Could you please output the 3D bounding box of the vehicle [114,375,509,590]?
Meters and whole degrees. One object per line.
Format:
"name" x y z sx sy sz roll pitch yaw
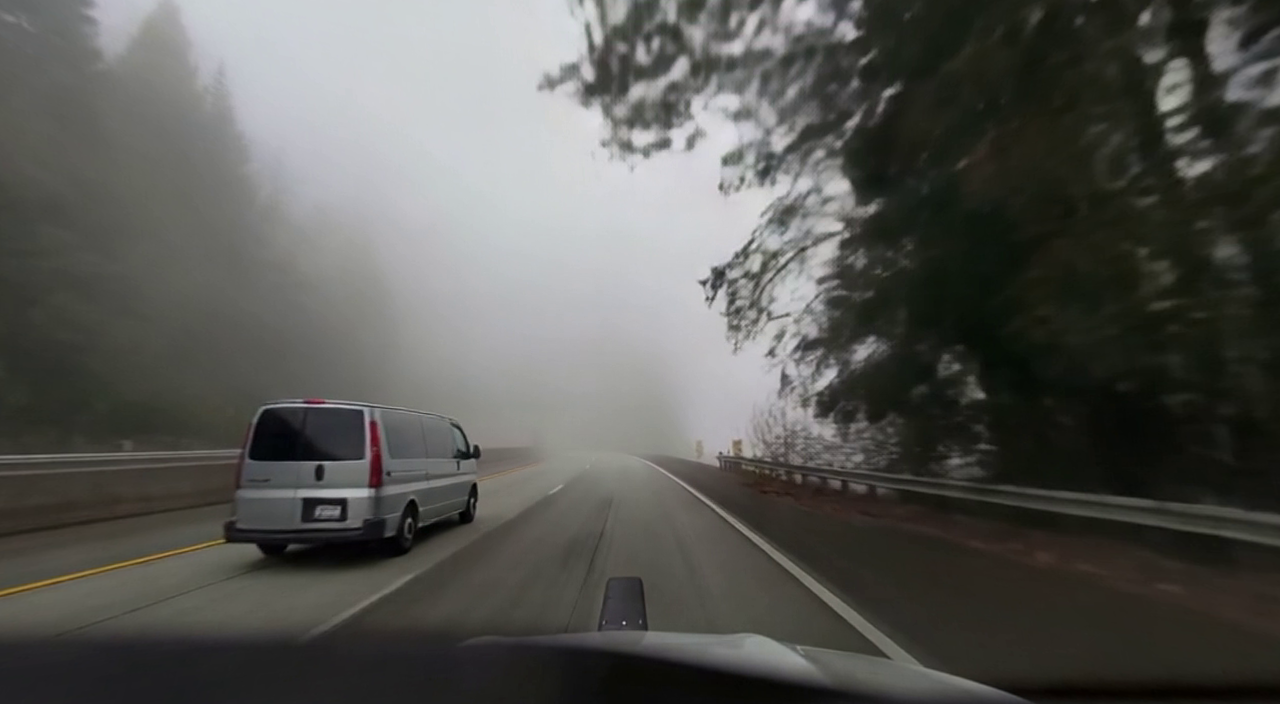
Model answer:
"vehicle" -3.435 1.522 8.175 2.372 1.891 5.061 0 -8 0
